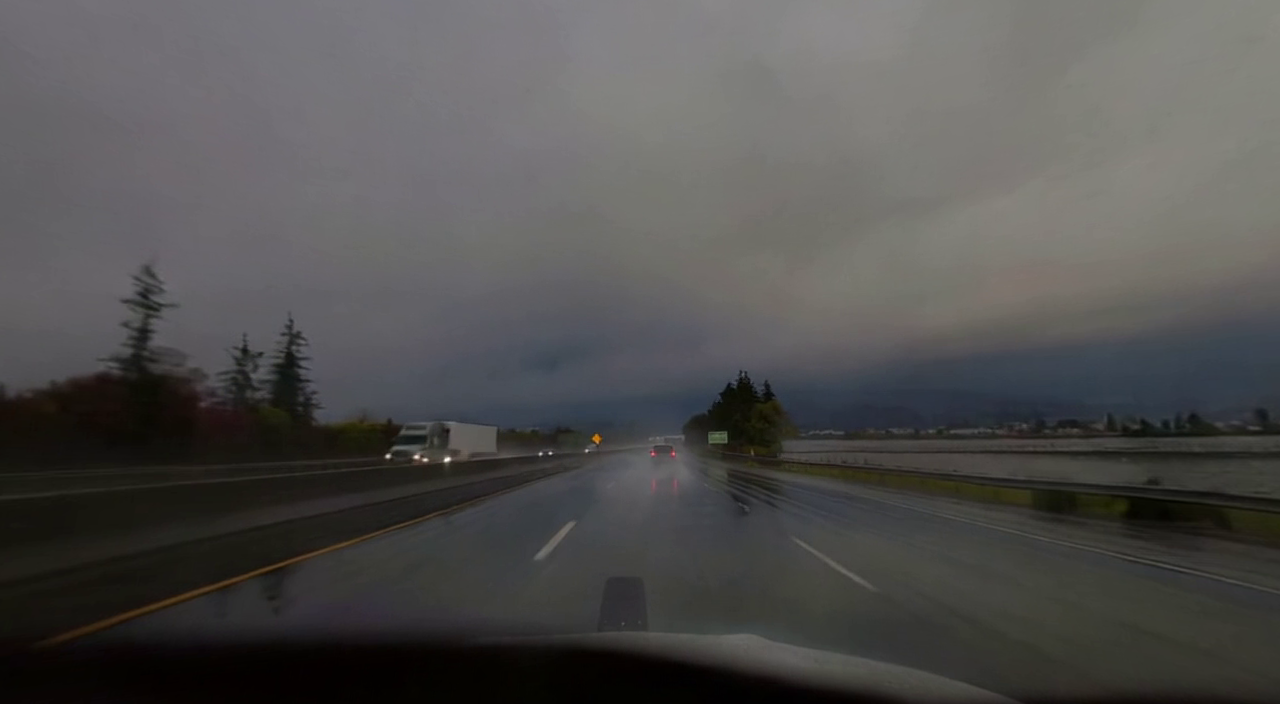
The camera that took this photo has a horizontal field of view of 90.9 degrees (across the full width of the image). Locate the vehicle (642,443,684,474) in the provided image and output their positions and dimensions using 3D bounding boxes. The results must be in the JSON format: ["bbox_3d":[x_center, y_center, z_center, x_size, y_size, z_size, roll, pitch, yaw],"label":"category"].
[{"bbox_3d":[1.265,6.125,36.489,2.231,1.652,4.503,0,-9,1],"label":"vehicle"}]
